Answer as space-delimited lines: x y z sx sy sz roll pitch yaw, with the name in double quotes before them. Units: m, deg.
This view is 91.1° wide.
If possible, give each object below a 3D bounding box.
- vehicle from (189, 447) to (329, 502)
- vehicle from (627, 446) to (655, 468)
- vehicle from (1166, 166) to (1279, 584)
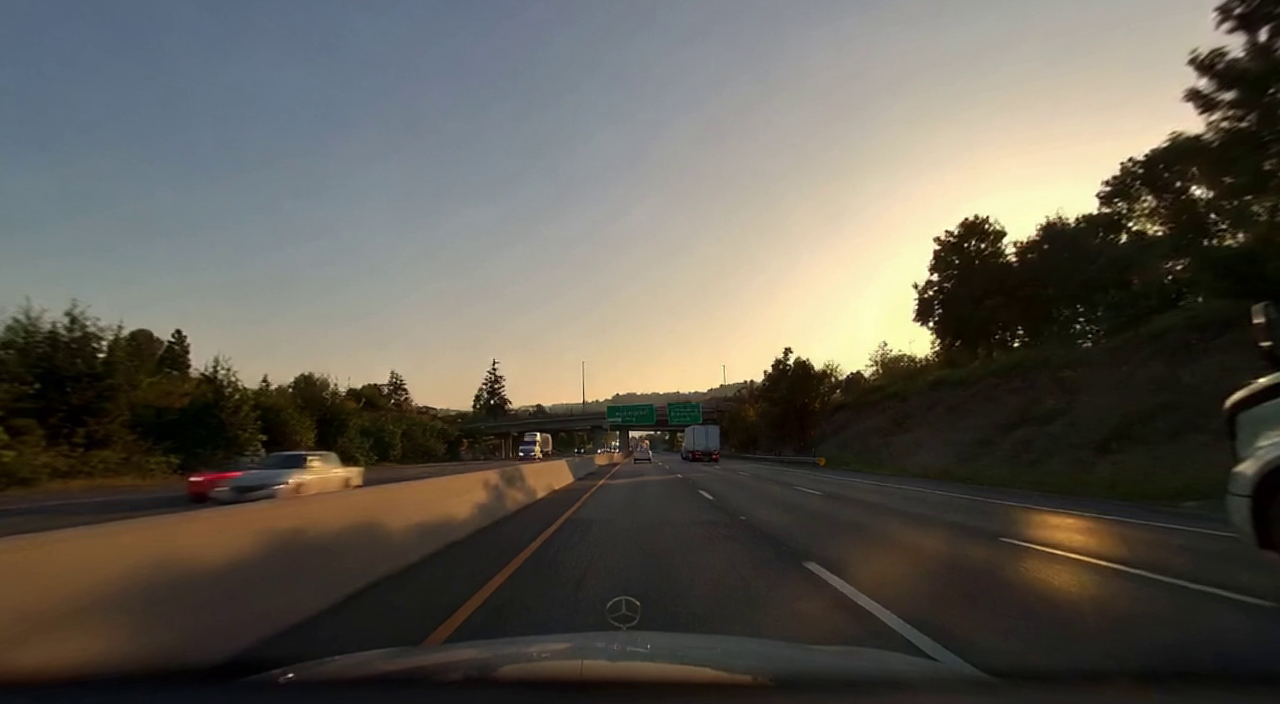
"vehicle" -11.932 3.825 20.066 1.872 1.511 4.144 -1 -9 0
"vehicle" 0.093 7.965 47.926 2.024 1.579 3.707 -1 -9 0
"vehicle" 7.736 0.051 5.050 3.060 3.998 4.113 0 -9 0
